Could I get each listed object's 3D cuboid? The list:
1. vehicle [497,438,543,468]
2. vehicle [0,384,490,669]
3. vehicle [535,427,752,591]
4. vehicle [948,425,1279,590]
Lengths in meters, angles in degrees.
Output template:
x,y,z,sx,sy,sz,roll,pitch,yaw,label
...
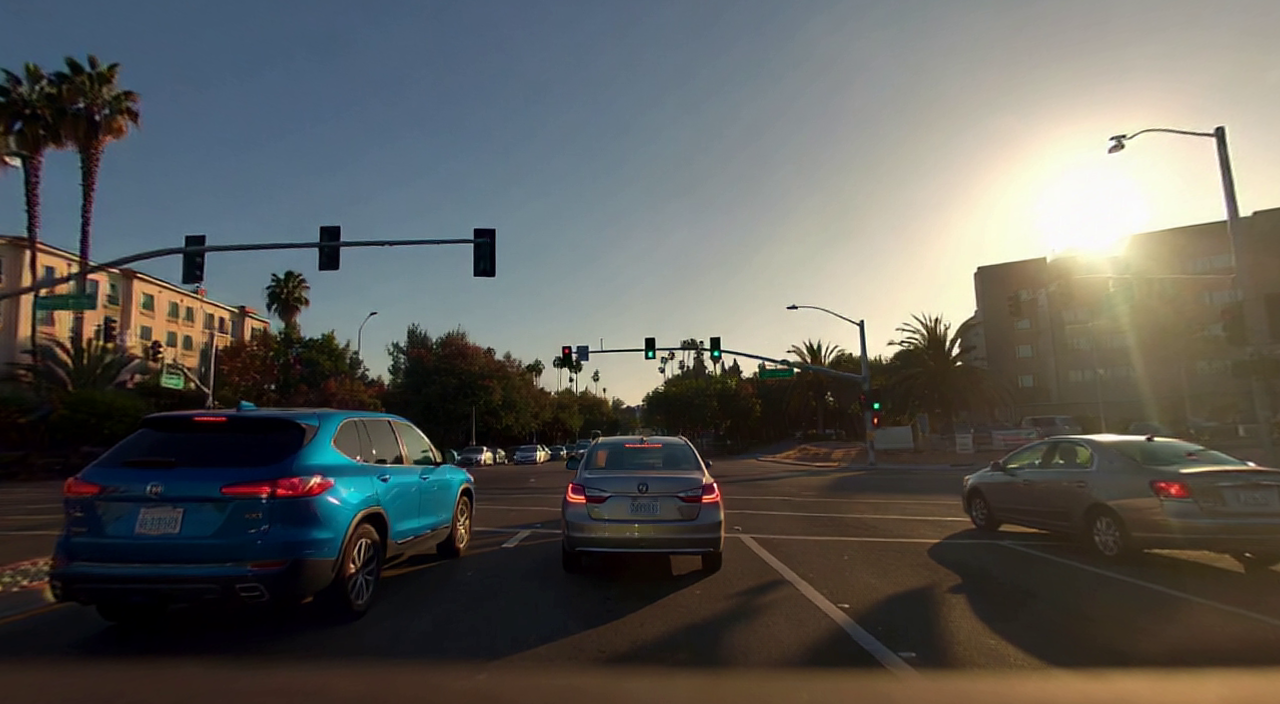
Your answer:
x,y,z,sx,sy,sz,roll,pitch,yaw,label
-7.914,6.695,42.079,2.130,1.810,4.450,-2,-8,1,vehicle
-3.094,1.365,6.082,2.051,1.682,4.467,0,-8,2,vehicle
0.002,1.706,7.727,1.942,1.445,3.973,0,-8,-1,vehicle
6.094,1.759,8.096,1.970,1.489,4.482,0,-8,-1,vehicle
